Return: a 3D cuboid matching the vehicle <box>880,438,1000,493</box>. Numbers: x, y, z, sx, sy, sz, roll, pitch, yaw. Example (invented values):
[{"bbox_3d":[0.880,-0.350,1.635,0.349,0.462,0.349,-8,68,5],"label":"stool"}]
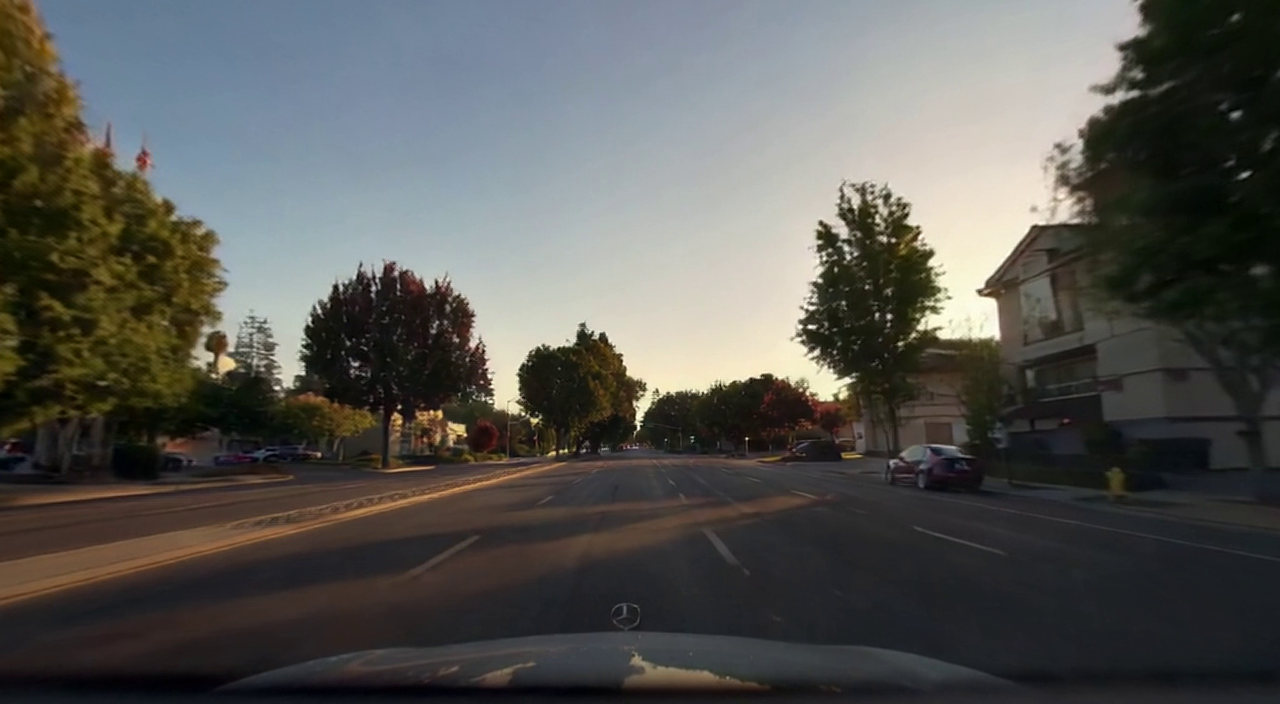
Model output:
[{"bbox_3d":[10.312,3.922,22.191,2.044,1.705,4.668,0,-9,2],"label":"vehicle"}]
